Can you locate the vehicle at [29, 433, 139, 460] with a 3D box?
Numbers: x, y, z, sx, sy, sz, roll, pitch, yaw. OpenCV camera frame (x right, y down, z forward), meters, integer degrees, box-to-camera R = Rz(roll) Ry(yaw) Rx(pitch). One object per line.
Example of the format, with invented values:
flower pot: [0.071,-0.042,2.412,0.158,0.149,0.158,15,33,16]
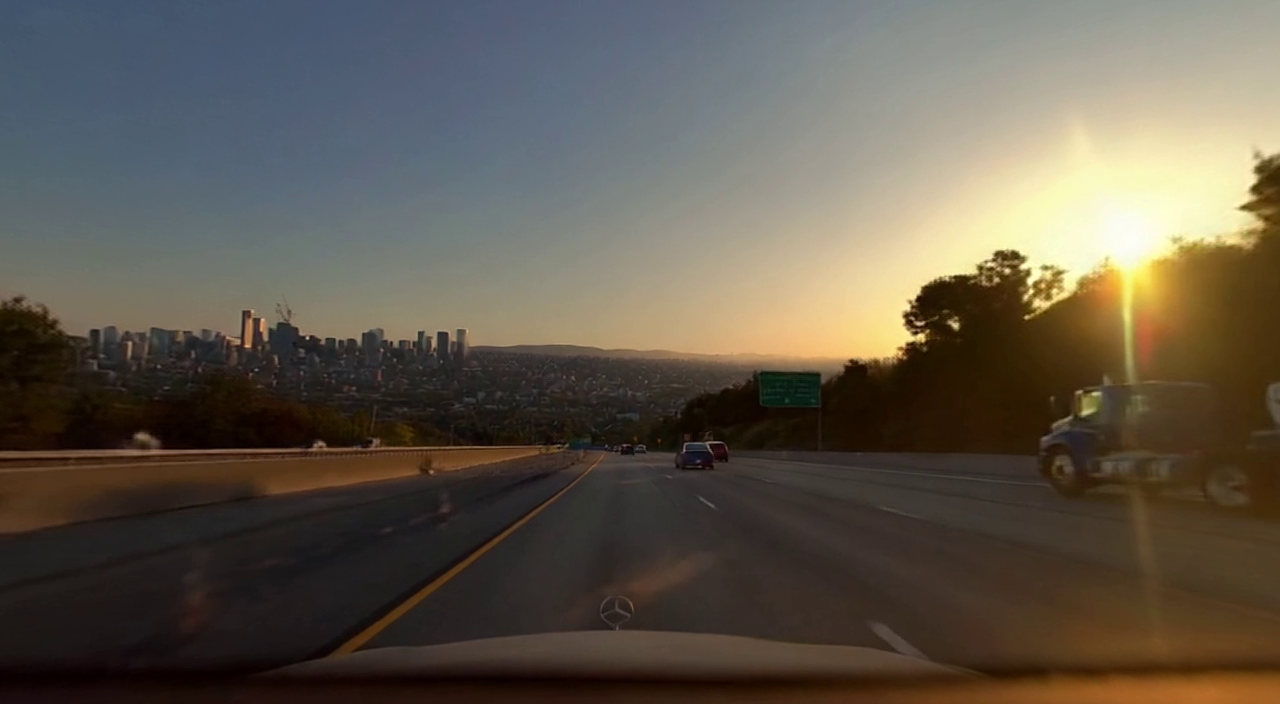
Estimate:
vehicle: [-34.801,5.948,39.794,2.174,1.571,5.284,0,-8,-2]

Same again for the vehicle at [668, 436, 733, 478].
vehicle: [2.646,4.766,28.903,2.305,1.729,4.526,0,-8,-3]

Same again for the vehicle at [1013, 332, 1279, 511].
vehicle: [14.382,2.005,16.762,3.034,3.572,9.491,0,-8,-1]
